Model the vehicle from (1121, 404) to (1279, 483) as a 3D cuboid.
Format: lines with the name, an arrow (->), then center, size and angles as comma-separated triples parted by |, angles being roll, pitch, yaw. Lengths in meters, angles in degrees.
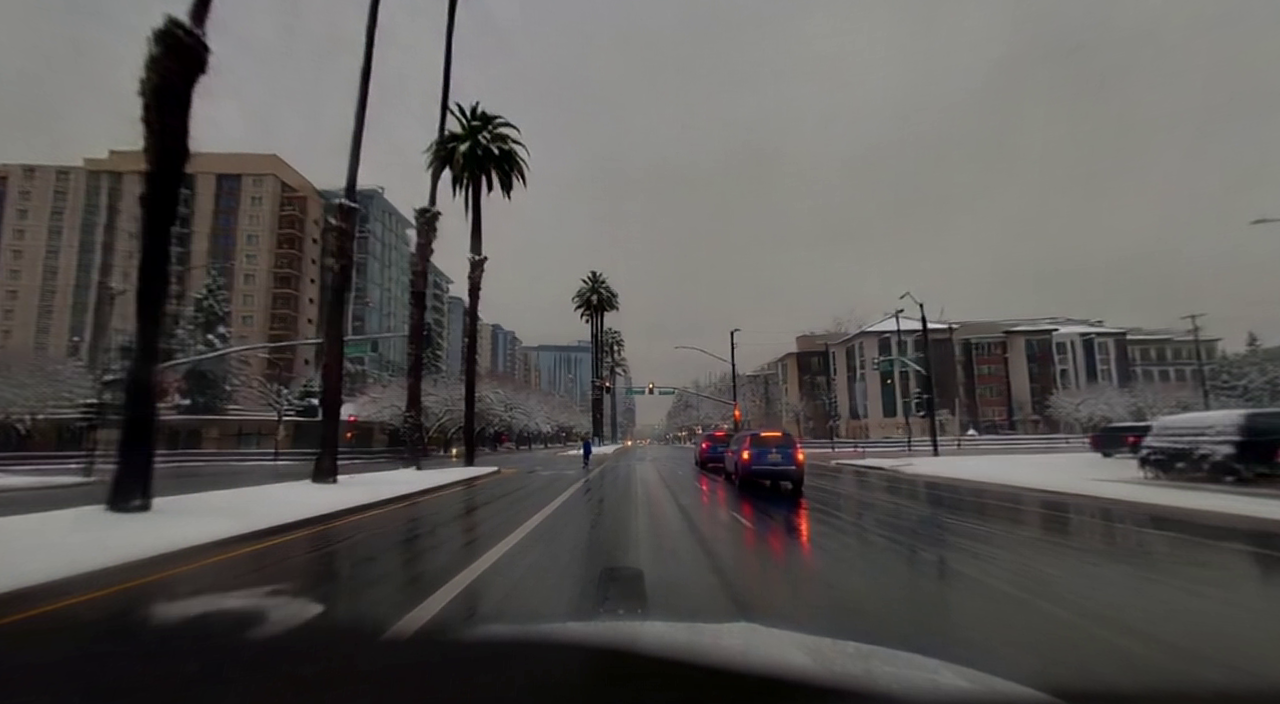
vehicle -> 15.468, 2.355, 16.262 | 4.503, 1.878, 2.011 | 0, -9, -2

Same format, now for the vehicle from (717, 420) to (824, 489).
vehicle -> 3.657, 2.997, 18.755 | 2.060, 1.756, 4.770 | 0, -8, -1
